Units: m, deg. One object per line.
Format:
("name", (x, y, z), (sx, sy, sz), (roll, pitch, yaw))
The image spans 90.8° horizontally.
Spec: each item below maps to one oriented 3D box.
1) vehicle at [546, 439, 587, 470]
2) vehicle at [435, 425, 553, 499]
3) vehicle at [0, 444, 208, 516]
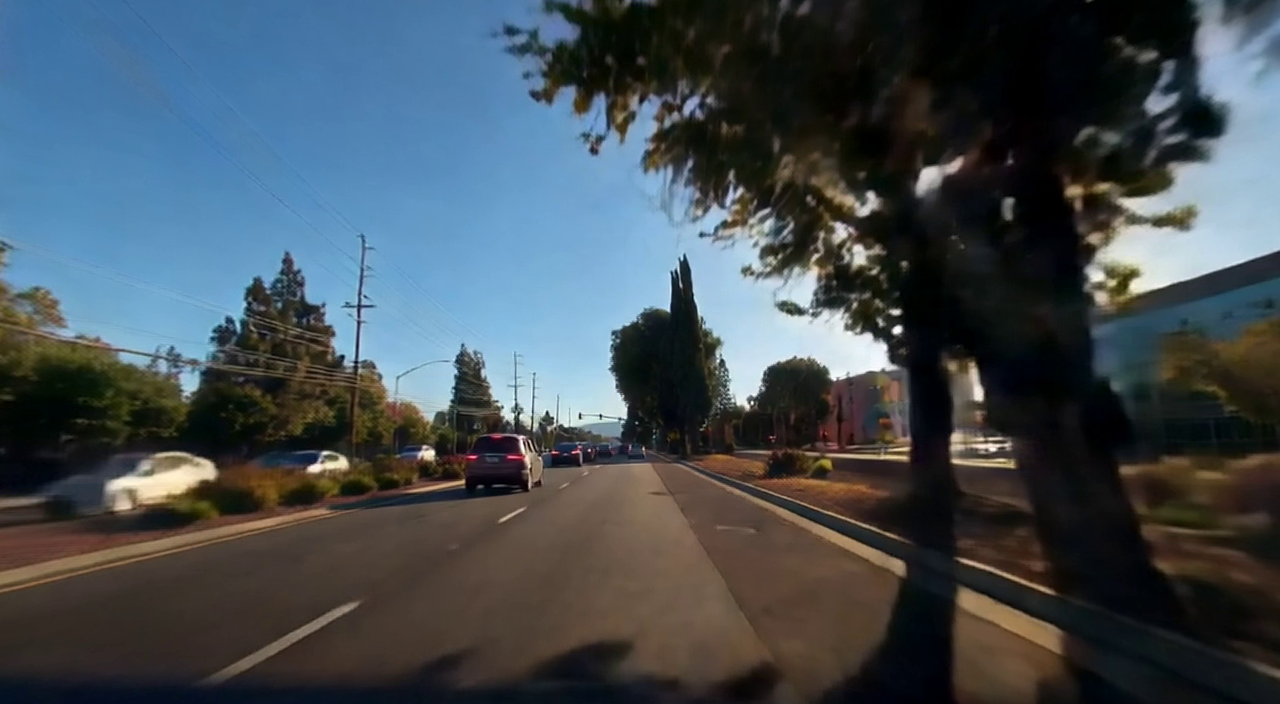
("vehicle", (-4.293, 6.081, 37.623), (2.041, 1.698, 4.094), (0, -9, -1))
("vehicle", (-3.905, 3.037, 17.842), (2.189, 1.807, 4.467), (0, -9, 1))
("vehicle", (-13.609, 3.161, 16.183), (1.942, 1.579, 4.409), (0, -9, -1))
